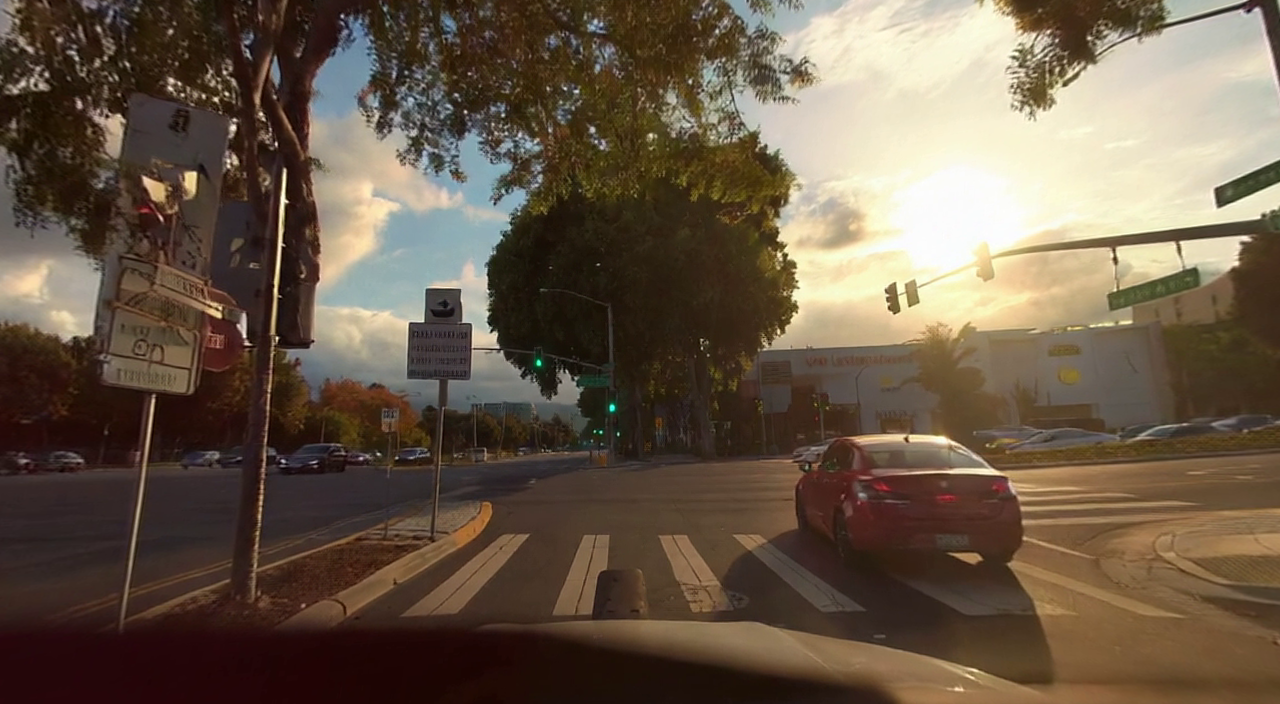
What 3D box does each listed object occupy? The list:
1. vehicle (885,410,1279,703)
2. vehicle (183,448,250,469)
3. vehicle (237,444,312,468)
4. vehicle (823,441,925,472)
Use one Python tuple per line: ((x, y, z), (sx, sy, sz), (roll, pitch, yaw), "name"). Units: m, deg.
((3.959, 1.298, 4.884), (1.940, 1.487, 4.562), (1, -8, -5), "vehicle")
((-30.875, 7.738, 46.124), (2.105, 1.426, 4.202), (0, -8, -2), "vehicle")
((-23.680, 6.746, 41.053), (2.201, 1.483, 4.656), (0, -8, -1), "vehicle")
((11.865, 5.261, 31.996), (4.703, 1.492, 1.930), (3, -9, -22), "vehicle")
